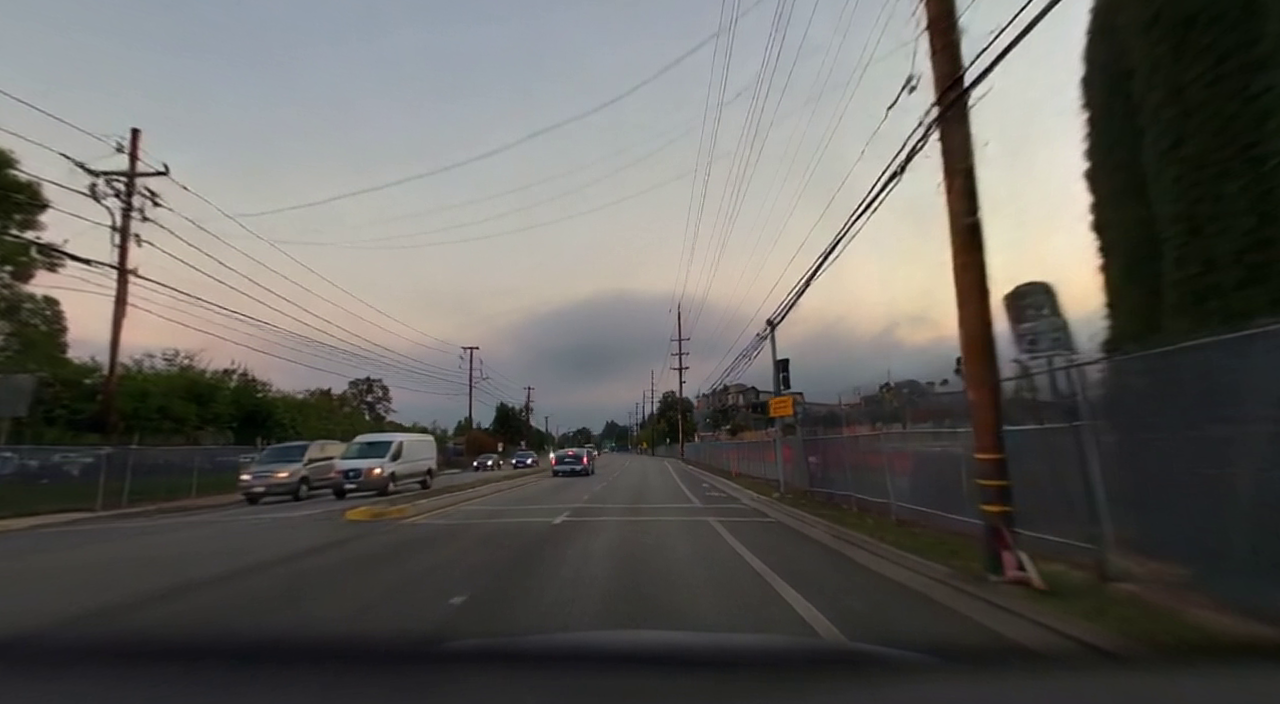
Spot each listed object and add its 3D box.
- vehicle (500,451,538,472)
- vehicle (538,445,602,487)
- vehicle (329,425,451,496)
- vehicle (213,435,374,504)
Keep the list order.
[{"bbox_3d":[-9.204,8.338,48.250,2.007,1.520,4.466,1,-9,1],"label":"vehicle"},{"bbox_3d":[-2.749,4.578,25.649,1.992,1.515,4.289,0,-9,2],"label":"vehicle"},{"bbox_3d":[-9.626,4.242,24.950,2.377,2.439,5.510,0,-9,2],"label":"vehicle"},{"bbox_3d":[-13.143,4.496,24.655,2.584,2.302,6.400,1,-9,1],"label":"vehicle"}]
